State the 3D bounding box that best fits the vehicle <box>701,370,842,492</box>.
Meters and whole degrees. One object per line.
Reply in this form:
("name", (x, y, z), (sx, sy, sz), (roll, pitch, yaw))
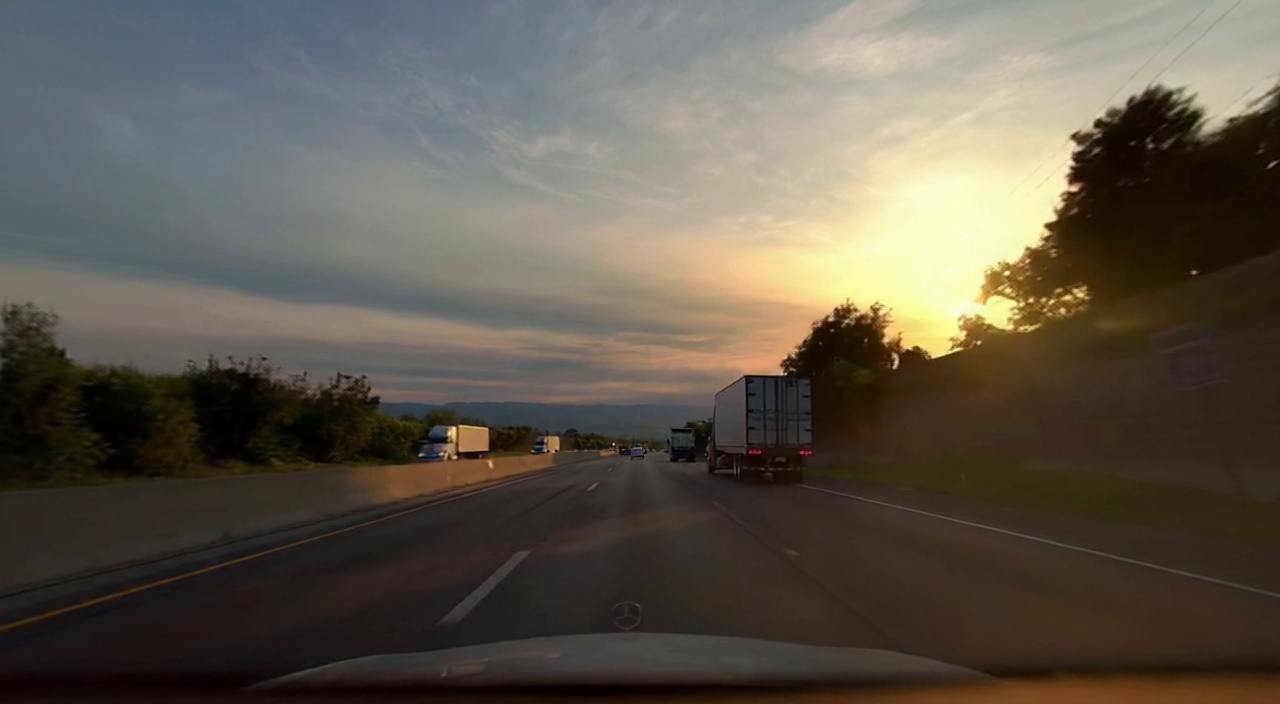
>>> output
("vehicle", (4.576, 3.248, 24.843), (3.032, 3.785, 10.333), (0, -9, -2))
